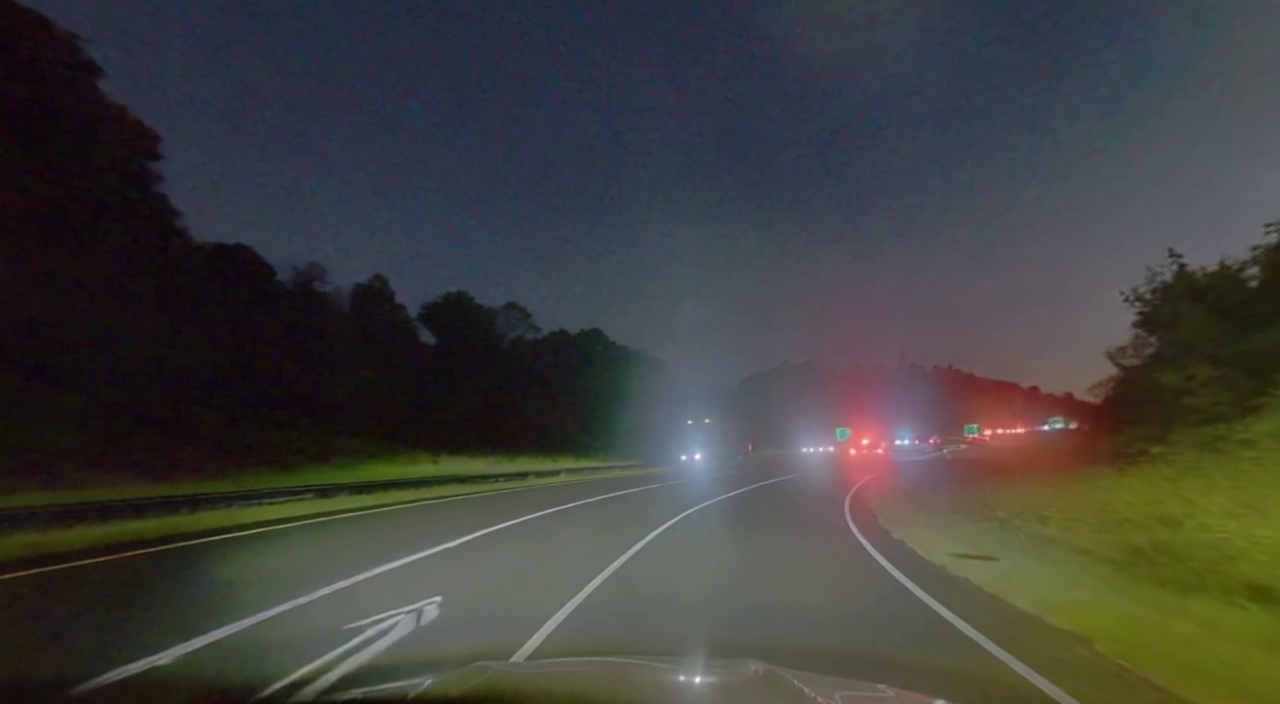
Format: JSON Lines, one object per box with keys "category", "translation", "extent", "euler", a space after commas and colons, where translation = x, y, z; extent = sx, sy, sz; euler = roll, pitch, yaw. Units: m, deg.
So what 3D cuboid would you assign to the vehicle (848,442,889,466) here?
{"category": "vehicle", "translation": [14.931, 6.627, 41.029], "extent": [1.807, 1.427, 3.645], "euler": [-5, -10, 30]}
